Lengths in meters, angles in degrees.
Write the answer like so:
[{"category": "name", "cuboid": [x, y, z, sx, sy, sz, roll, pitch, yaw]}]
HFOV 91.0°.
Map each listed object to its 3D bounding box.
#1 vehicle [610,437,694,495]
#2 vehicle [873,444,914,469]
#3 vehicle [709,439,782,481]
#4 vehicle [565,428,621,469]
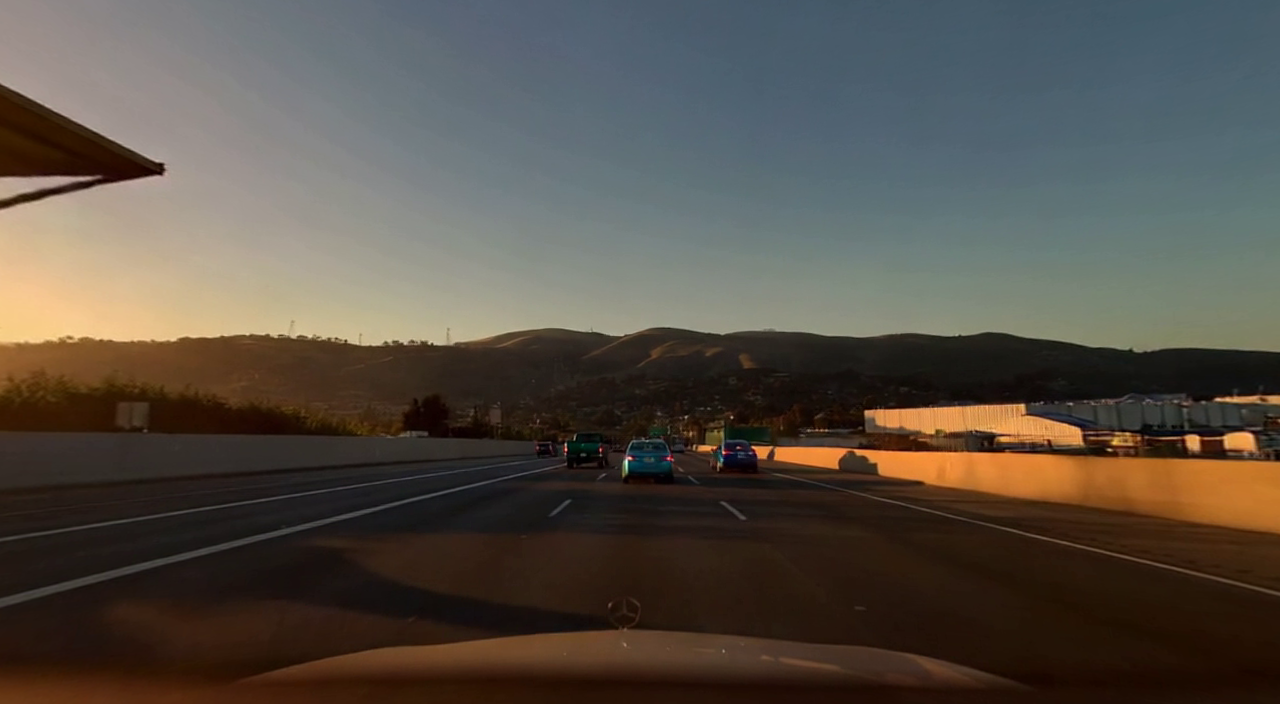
[{"category": "vehicle", "cuboid": [0.303, 3.261, 18.417, 2.171, 1.493, 4.081, 0, -8, 0]}, {"category": "vehicle", "cuboid": [16.417, 6.766, 40.935, 1.778, 1.564, 3.906, -1, -9, 12]}, {"category": "vehicle", "cuboid": [4.053, 4.238, 25.067, 2.023, 1.510, 4.773, 0, -8, 0]}, {"category": "vehicle", "cuboid": [-2.663, 5.790, 37.893, 2.733, 2.230, 6.820, 0, -8, 1]}]
